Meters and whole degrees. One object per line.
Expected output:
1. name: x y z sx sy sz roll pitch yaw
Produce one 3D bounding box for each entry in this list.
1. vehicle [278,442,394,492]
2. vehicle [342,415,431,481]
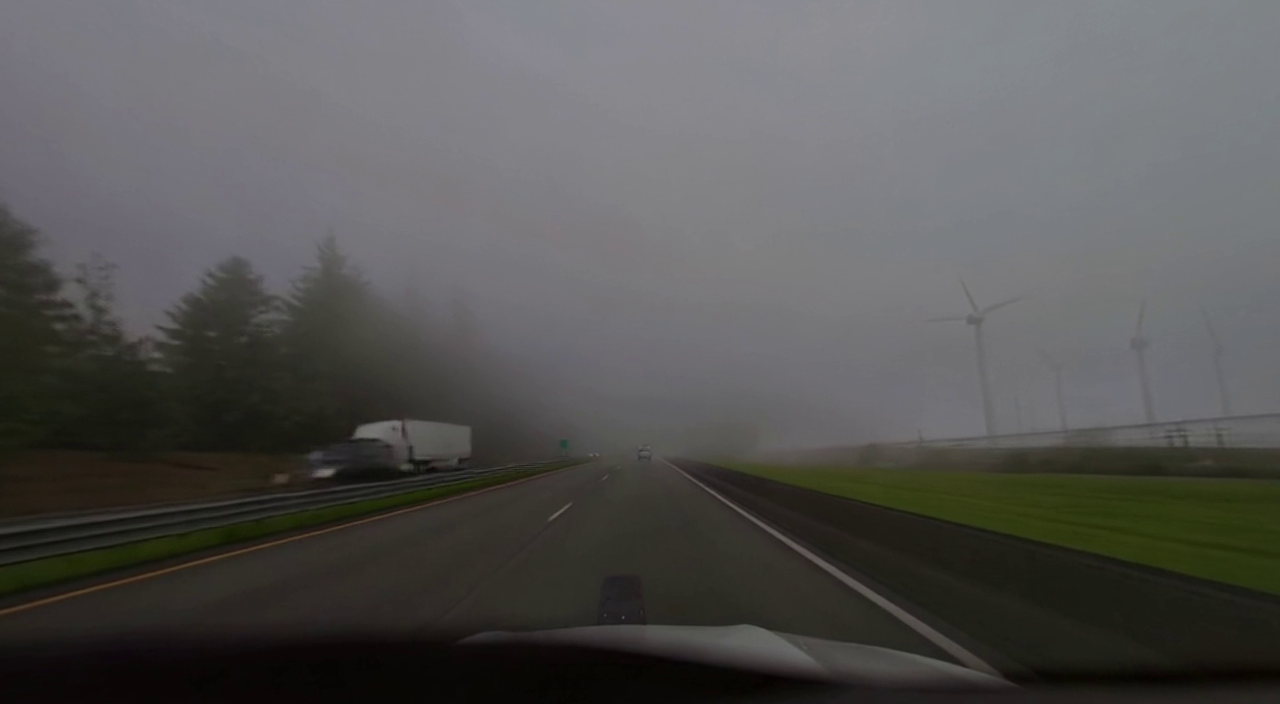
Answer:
1. vehicle: -11.838 4.507 25.023 2.074 1.760 4.985 0 -9 1
2. vehicle: -16.179 6.240 40.817 3.019 3.860 6.067 -1 -9 1
